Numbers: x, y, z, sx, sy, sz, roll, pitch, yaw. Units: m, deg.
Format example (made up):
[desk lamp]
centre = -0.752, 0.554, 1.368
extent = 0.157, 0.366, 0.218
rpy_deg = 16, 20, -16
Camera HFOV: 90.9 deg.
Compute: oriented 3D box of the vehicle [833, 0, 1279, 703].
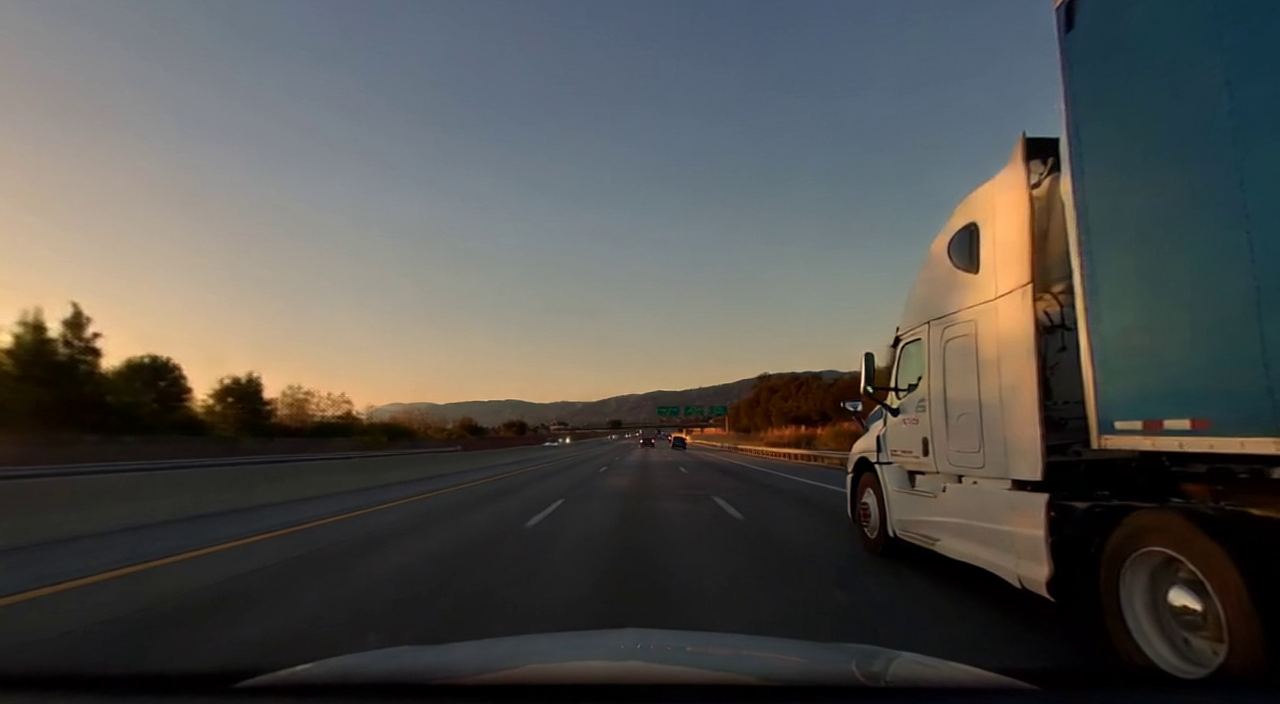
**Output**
[vehicle]
centre = 3.621, -0.224, 2.102
extent = 3.012, 3.768, 8.945
rpy_deg = 0, -8, 0
